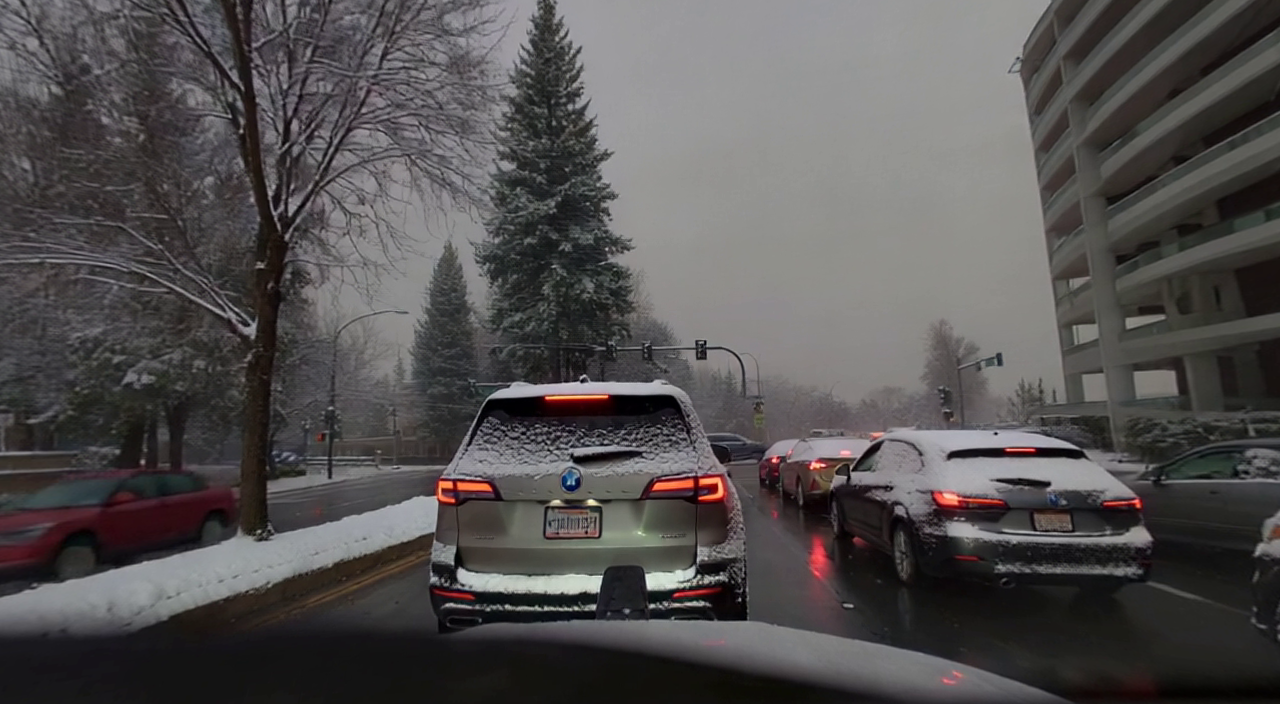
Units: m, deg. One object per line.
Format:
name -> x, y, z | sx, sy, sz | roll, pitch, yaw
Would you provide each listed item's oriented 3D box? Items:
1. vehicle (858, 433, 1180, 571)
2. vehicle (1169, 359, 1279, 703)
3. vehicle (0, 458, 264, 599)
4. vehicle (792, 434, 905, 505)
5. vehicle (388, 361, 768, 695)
vehicle -> 4.908, 1.968, 9.180 | 1.963, 1.480, 4.553 | 0, -8, 2
vehicle -> 4.049, 0.612, 1.108 | 1.993, 1.719, 4.953 | 0, -8, 1
vehicle -> -8.167, 2.351, 9.192 | 2.163, 1.500, 4.753 | -1, -8, 5
vehicle -> 5.333, 3.034, 16.727 | 1.994, 1.638, 4.100 | -1, -9, 6
vehicle -> -0.205, 1.238, 5.571 | 2.021, 1.742, 4.295 | -1, -8, 4
